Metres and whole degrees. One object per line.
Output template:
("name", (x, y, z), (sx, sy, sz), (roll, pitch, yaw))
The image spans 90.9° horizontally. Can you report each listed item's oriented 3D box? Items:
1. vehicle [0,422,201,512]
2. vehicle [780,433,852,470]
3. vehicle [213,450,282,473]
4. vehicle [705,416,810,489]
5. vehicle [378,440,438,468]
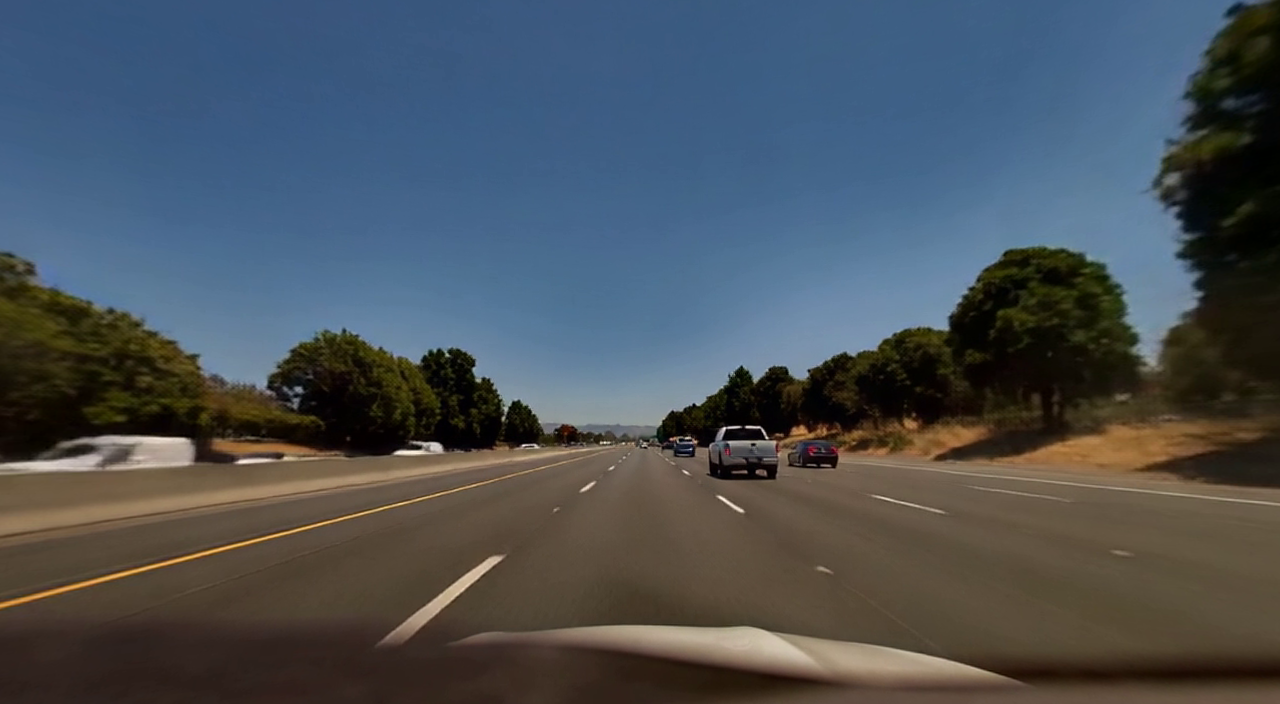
("vehicle", (-14.160, 2.775, 15.810), (2.297, 1.834, 5.498), (0, -8, 0))
("vehicle", (8.439, 4.797, 30.650), (2.045, 1.658, 4.598), (0, -8, -2))
("vehicle", (-28.503, 7.958, 45.996), (1.902, 1.475, 4.778), (-1, -8, 0))
("vehicle", (3.471, 3.135, 19.967), (2.218, 1.964, 5.662), (0, -8, 0))
("vehicle", (-14.291, 6.291, 39.114), (1.978, 1.626, 4.596), (0, -8, 0))
